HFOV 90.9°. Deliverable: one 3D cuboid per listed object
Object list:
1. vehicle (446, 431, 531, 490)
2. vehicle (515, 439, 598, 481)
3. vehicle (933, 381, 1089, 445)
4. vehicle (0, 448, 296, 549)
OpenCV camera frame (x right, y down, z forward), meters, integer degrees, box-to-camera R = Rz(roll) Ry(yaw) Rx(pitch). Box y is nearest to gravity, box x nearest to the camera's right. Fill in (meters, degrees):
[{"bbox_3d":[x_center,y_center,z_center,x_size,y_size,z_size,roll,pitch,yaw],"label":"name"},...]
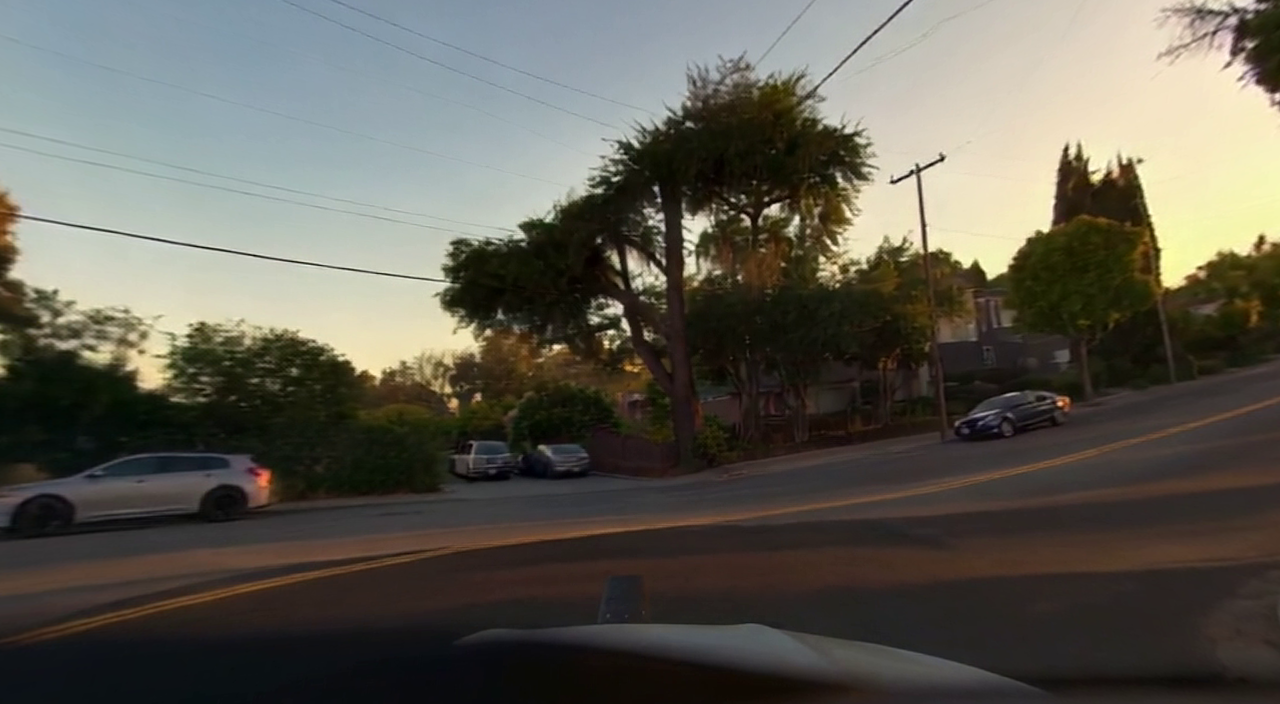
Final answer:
[{"bbox_3d":[-6.864,4.744,28.076,2.413,1.838,4.977,9,-5,-26],"label":"vehicle"},{"bbox_3d":[-3.931,4.880,28.884,2.216,1.728,5.118,4,-10,-26],"label":"vehicle"},{"bbox_3d":[13.440,2.194,22.794,5.289,1.595,2.032,-3,-10,-26],"label":"vehicle"},{"bbox_3d":[-9.272,2.540,11.604,4.696,1.534,1.912,8,-12,-44],"label":"vehicle"}]
